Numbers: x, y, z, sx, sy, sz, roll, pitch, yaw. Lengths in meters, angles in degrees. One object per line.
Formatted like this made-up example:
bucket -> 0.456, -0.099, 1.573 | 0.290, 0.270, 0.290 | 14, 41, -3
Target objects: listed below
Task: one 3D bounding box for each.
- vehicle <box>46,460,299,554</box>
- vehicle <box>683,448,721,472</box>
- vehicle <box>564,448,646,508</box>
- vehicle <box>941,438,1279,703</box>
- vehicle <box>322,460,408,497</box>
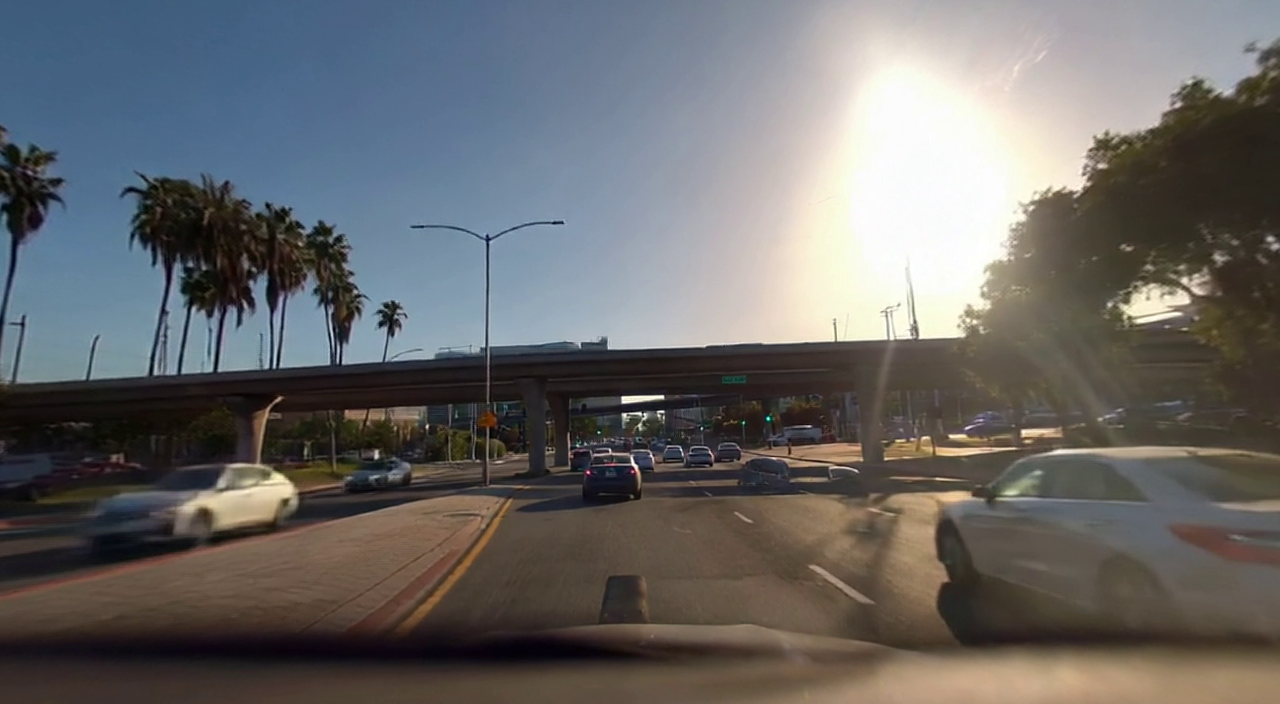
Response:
vehicle -> -9.469, 3.123, 13.350 | 1.937, 1.521, 4.523 | 0, -9, -1
vehicle -> 4.089, 7.189, 42.067 | 2.119, 1.509, 4.495 | 0, -9, 0
vehicle -> -0.988, 3.560, 18.264 | 2.111, 1.506, 4.018 | 0, -9, -3
vehicle -> 4.152, 1.318, 4.291 | 2.156, 1.404, 4.120 | 0, -9, 1
vehicle -> -12.986, 5.980, 30.015 | 1.963, 1.518, 4.822 | 0, -9, -1
